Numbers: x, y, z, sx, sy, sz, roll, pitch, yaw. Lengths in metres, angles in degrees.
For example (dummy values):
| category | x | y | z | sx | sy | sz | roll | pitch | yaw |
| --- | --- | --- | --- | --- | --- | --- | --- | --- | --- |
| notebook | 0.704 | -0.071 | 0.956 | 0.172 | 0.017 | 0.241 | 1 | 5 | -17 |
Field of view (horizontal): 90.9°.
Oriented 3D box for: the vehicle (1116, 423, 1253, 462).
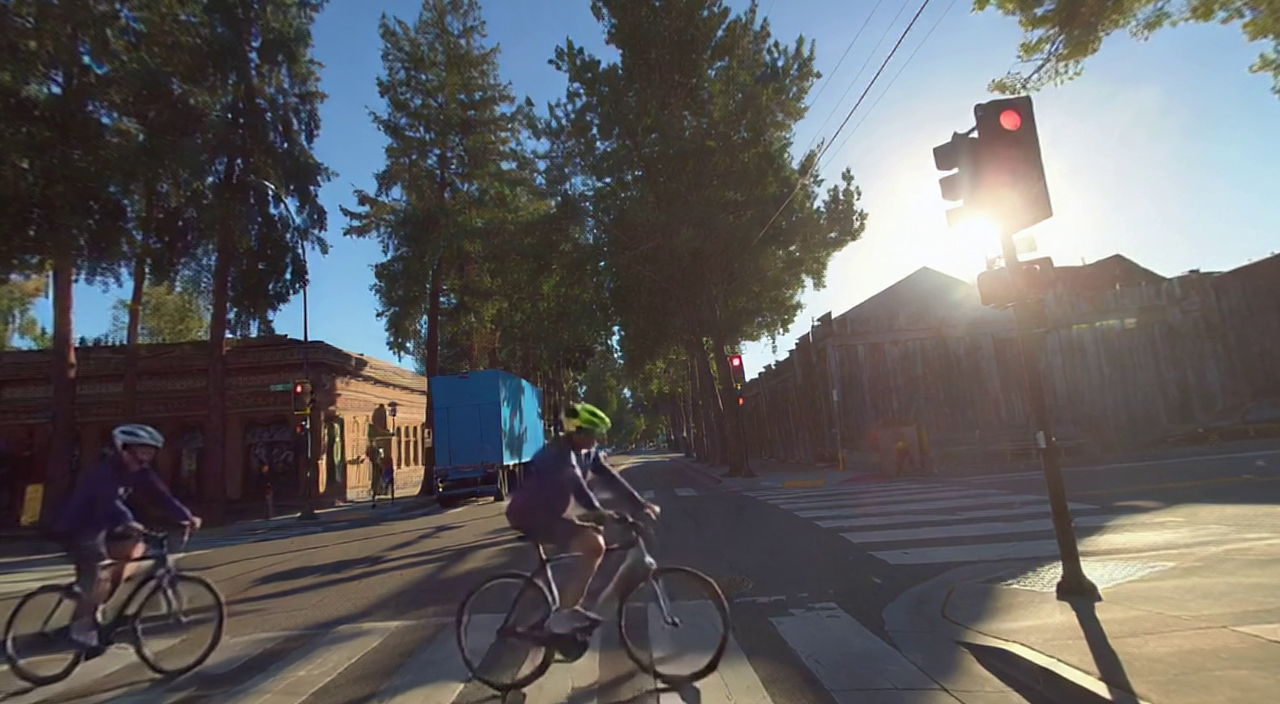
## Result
| category | x | y | z | sx | sy | sz | roll | pitch | yaw |
| --- | --- | --- | --- | --- | --- | --- | --- | --- | --- |
| vehicle | 24.955 | 4.160 | 29.010 | 4.268 | 1.695 | 2.053 | 0 | -8 | 3 |

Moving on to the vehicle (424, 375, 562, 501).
| category | x | y | z | sx | sy | sz | roll | pitch | yaw |
| --- | --- | --- | --- | --- | --- | --- | --- | --- | --- |
| vehicle | -5.814 | 3.725 | 27.177 | 3.113 | 4.041 | 10.284 | -7 | -8 | 0 |

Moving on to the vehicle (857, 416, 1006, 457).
| category | x | y | z | sx | sy | sz | roll | pitch | yaw |
| --- | --- | --- | --- | --- | --- | --- | --- | --- | --- |
| vehicle | 10.694 | 3.143 | 23.423 | 4.643 | 1.456 | 1.820 | -1 | -8 | 5 |
